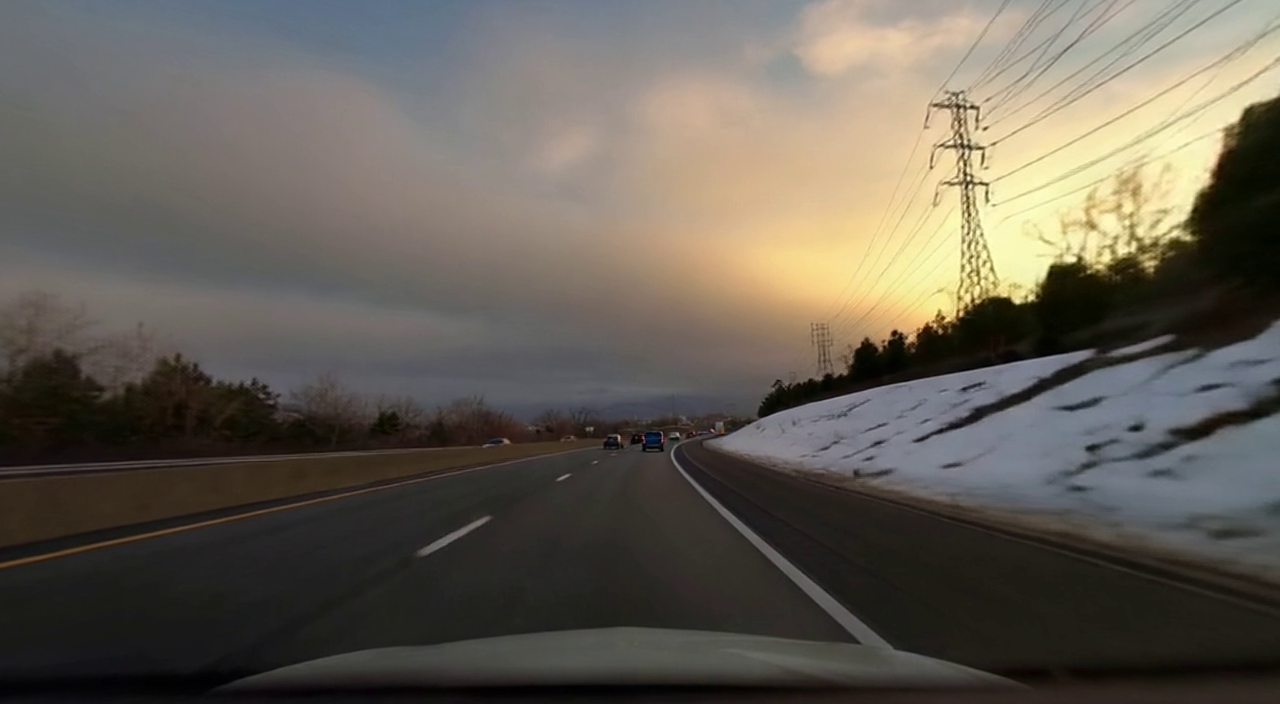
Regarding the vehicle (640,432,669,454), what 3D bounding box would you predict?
[{"bbox_3d":[1.152,6.891,47.796,2.077,1.523,4.206,0,-8,3],"label":"vehicle"}]
